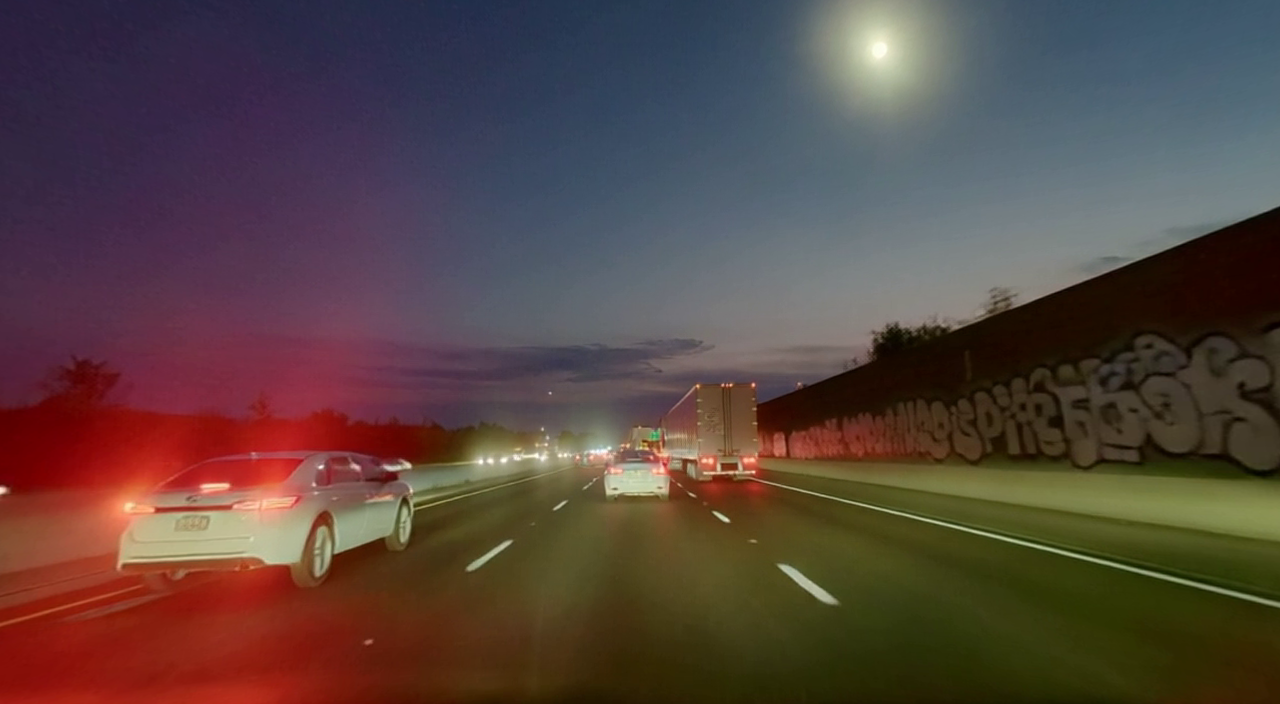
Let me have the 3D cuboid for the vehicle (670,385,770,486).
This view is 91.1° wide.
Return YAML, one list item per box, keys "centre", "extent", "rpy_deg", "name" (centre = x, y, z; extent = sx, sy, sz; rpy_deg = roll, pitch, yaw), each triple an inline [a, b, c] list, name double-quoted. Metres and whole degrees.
- centre: [3.559, 4.425, 32.563]
  extent: [2.902, 4.014, 14.446]
  rpy_deg: [0, -9, -1]
  name: "vehicle"

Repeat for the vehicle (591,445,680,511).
- centre: [-0.146, 3.166, 16.358]
  extent: [2.033, 1.468, 4.015]
  rpy_deg: [0, -9, -1]
  name: "vehicle"

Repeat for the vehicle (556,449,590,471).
- centre: [-4.948, 8.044, 46.963]
  extent: [2.067, 1.481, 4.085]
  rpy_deg: [0, -9, 0]
  name: "vehicle"

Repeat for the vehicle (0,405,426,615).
- centre: [-4.456, 1.693, 7.754]
  extent: [1.988, 1.750, 4.711]
  rpy_deg: [0, -9, -1]
  name: "vehicle"
